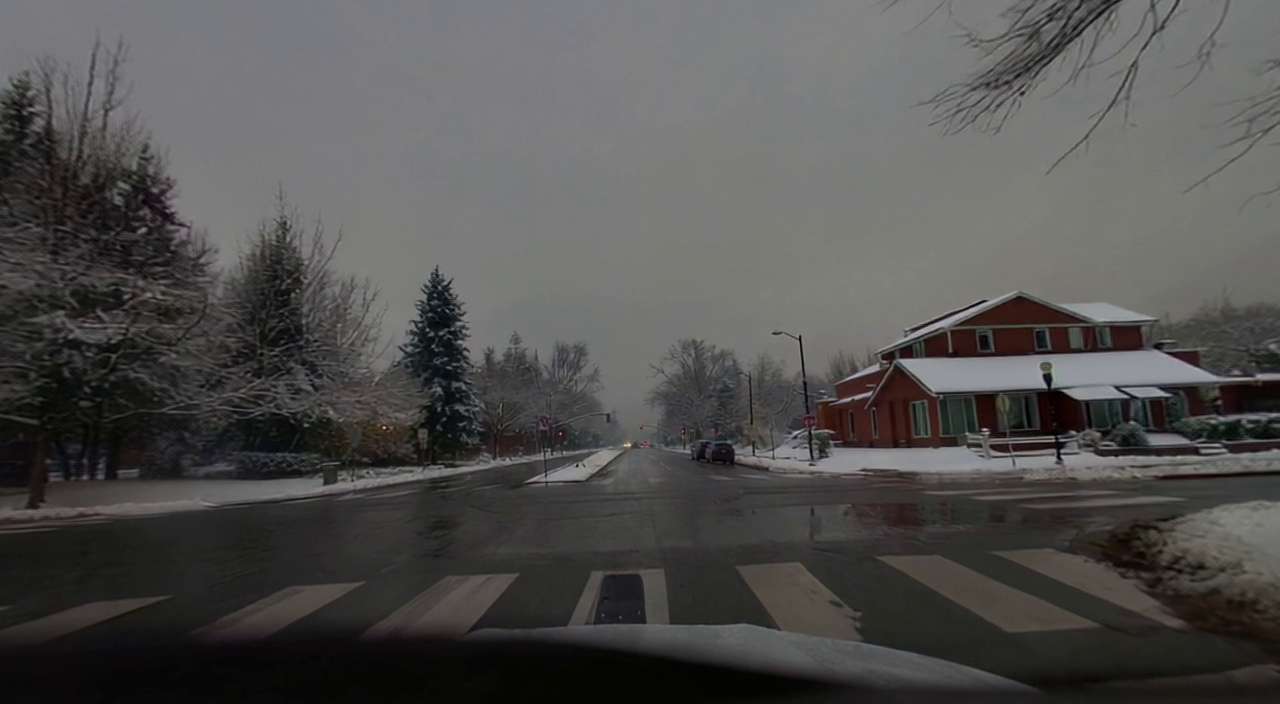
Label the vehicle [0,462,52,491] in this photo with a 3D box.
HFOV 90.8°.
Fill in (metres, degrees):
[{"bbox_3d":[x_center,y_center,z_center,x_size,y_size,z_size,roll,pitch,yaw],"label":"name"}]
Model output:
[{"bbox_3d":[-36.885,7.189,36.484,1.871,1.523,4.028,0,-9,1],"label":"vehicle"}]
